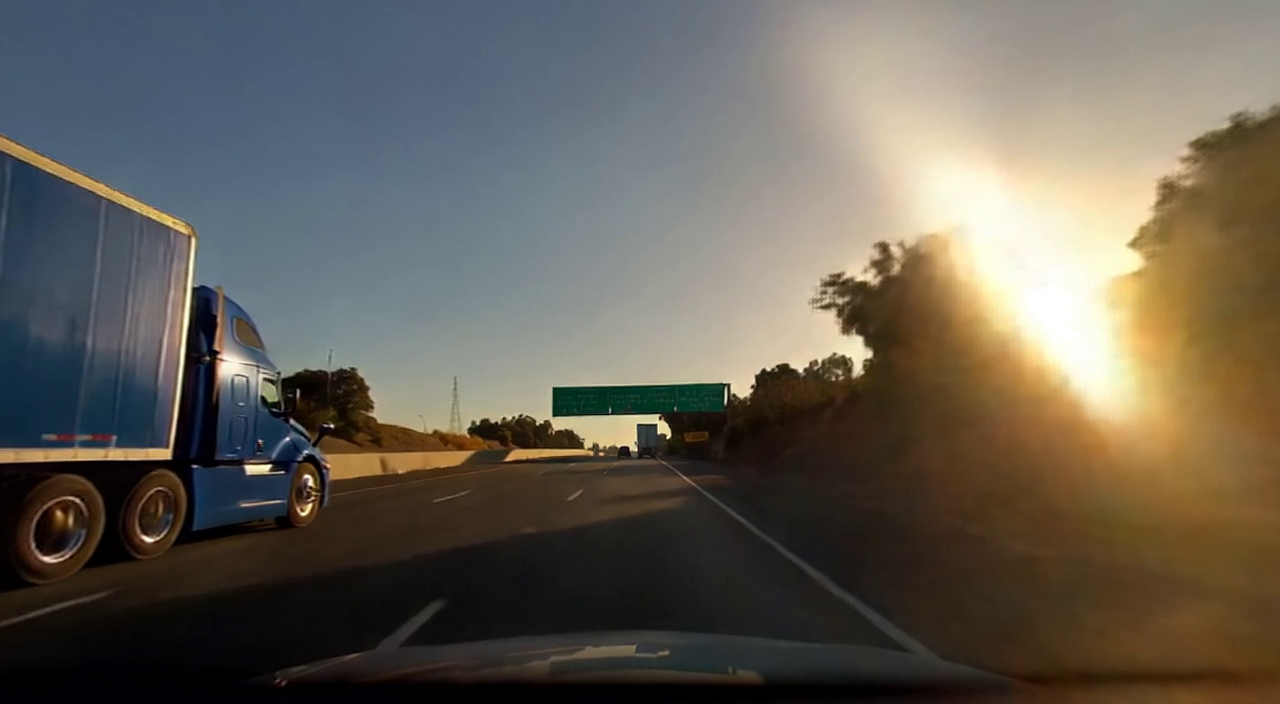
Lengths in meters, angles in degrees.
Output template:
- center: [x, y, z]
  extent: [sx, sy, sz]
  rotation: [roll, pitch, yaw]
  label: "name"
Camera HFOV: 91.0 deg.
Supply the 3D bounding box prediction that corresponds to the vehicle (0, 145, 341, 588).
- center: [-7.226, 0.370, 7.304]
  extent: [2.996, 3.947, 8.600]
  rotation: [0, -9, 1]
  label: "vehicle"
